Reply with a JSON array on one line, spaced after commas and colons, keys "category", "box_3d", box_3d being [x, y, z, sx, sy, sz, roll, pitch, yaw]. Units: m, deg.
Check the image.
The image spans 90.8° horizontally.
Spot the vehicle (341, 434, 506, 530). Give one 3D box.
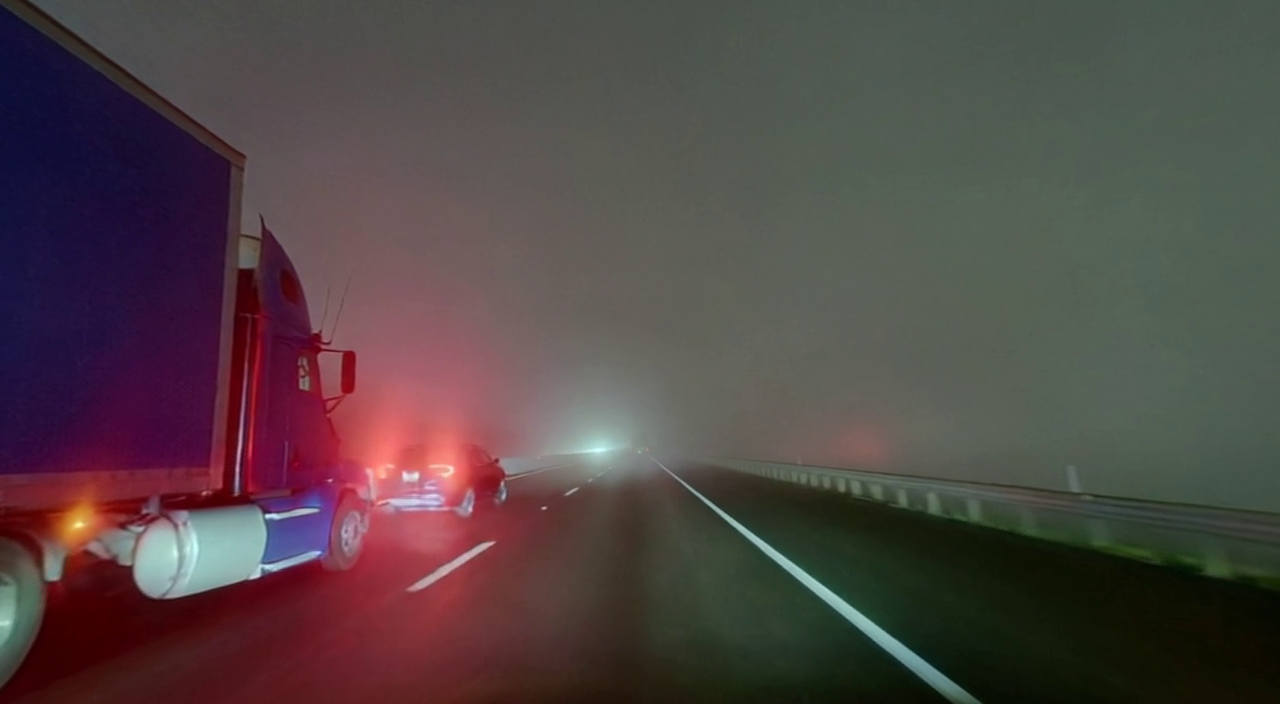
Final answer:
[{"category": "vehicle", "box_3d": [-3.964, 2.428, 12.299, 1.880, 1.569, 3.714, 0, -9, 0]}]
